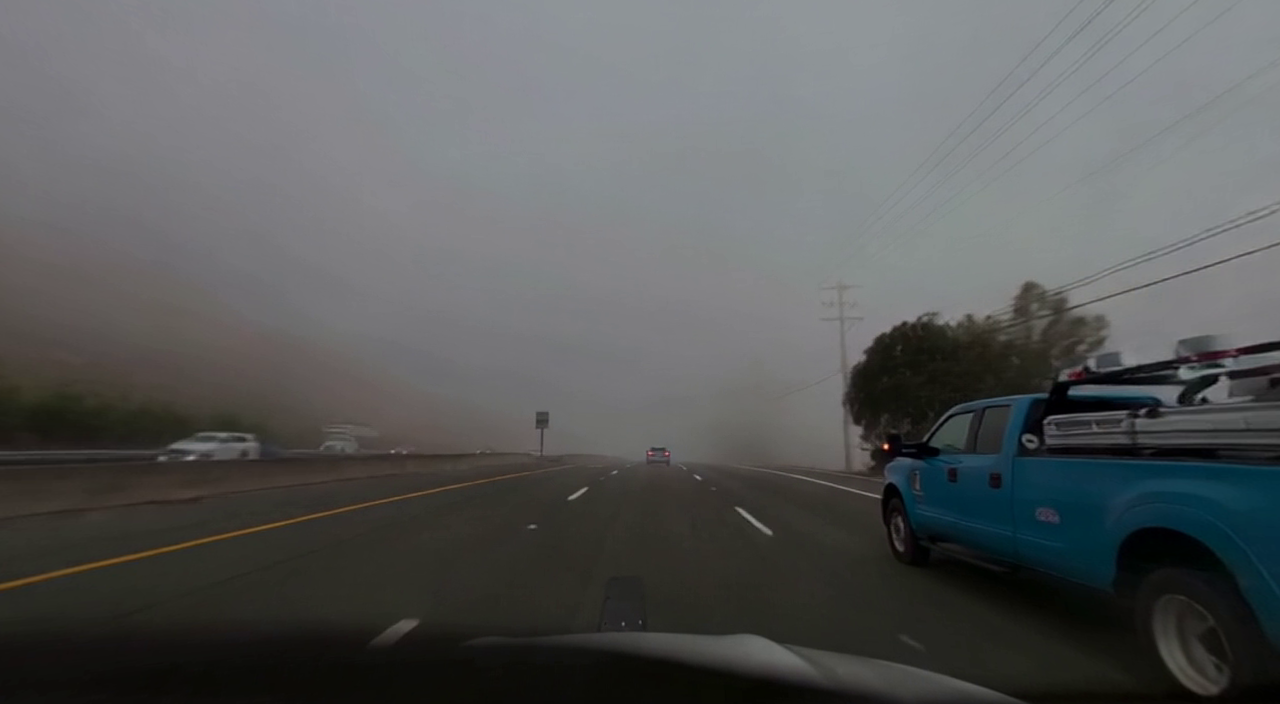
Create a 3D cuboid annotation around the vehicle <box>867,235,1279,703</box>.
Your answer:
[{"bbox_3d":[3.881,0.849,3.886,2.538,2.228,6.370,0,-9,0],"label":"vehicle"}]

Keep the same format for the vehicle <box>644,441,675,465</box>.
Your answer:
[{"bbox_3d":[1.333,7.087,44.174,2.034,1.549,4.147,0,-9,0],"label":"vehicle"}]

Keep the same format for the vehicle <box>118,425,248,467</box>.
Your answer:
[{"bbox_3d":[-25.288,5.278,35.182,2.321,2.109,6.362,0,-9,2],"label":"vehicle"}]
